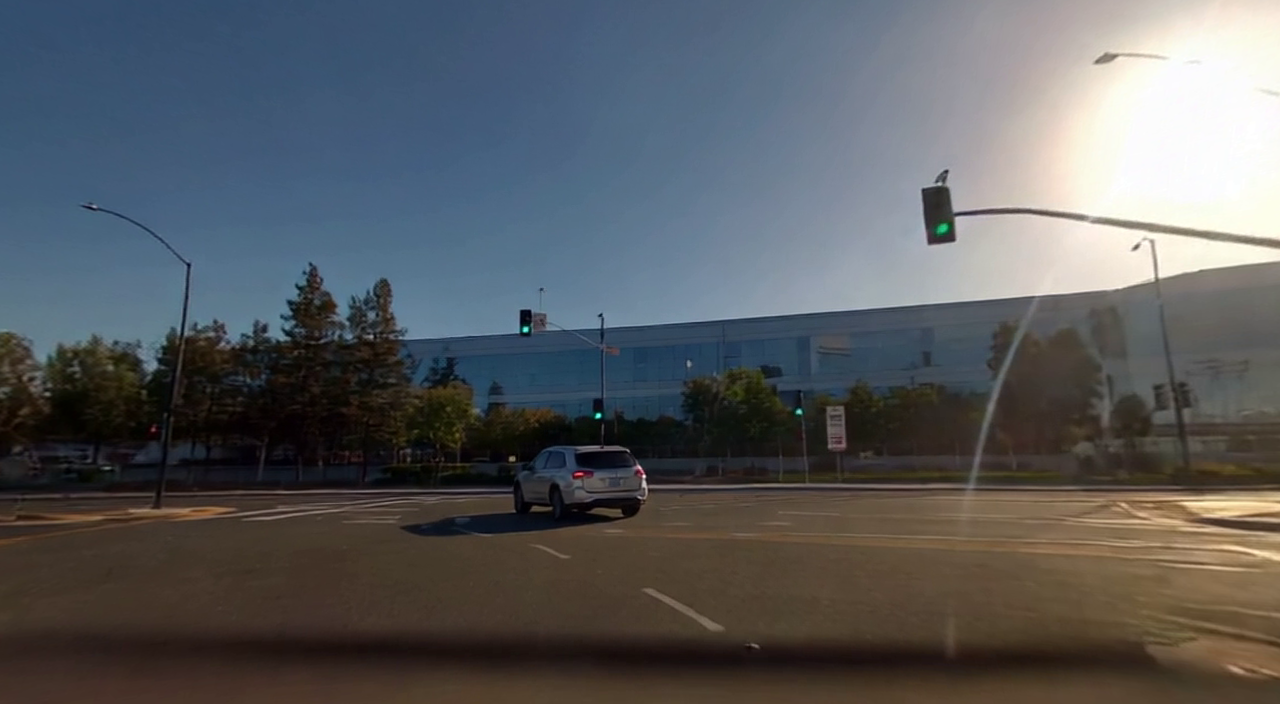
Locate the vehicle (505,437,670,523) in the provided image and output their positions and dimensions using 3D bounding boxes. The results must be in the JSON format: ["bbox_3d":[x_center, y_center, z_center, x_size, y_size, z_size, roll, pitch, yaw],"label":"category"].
[{"bbox_3d":[-1.355,2.813,14.489,1.938,1.648,4.211,6,-10,-34],"label":"vehicle"}]
